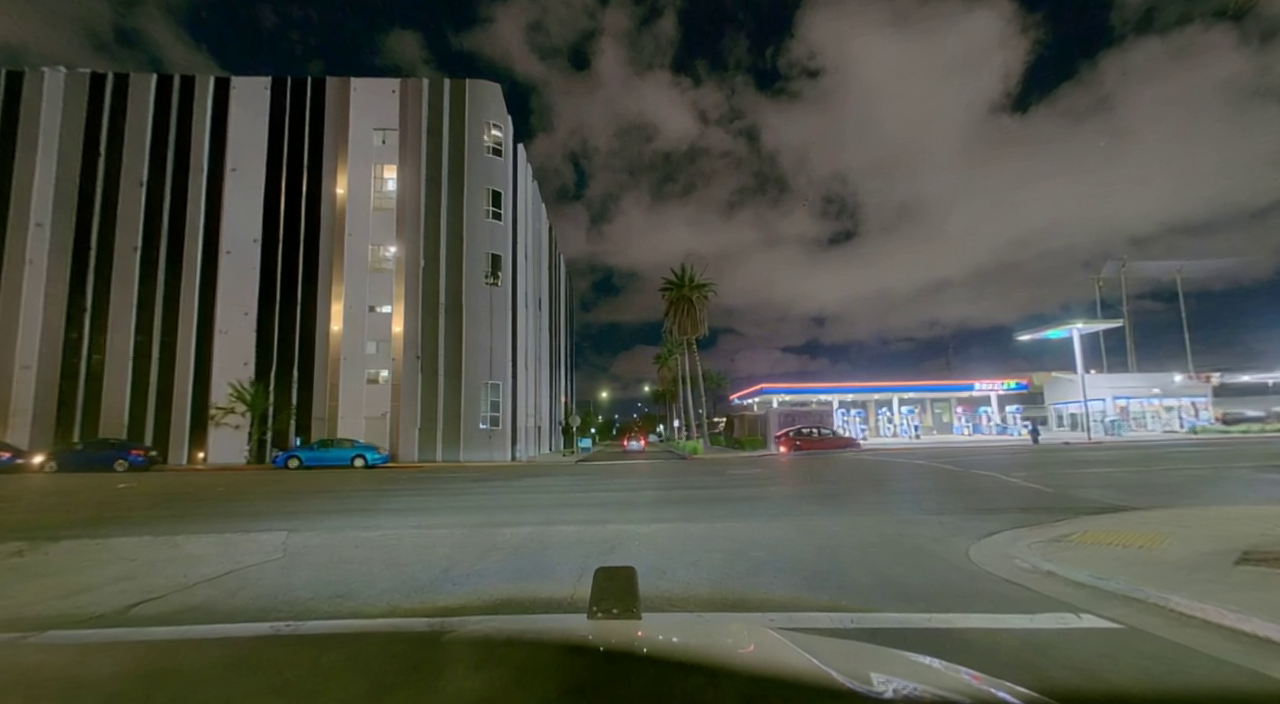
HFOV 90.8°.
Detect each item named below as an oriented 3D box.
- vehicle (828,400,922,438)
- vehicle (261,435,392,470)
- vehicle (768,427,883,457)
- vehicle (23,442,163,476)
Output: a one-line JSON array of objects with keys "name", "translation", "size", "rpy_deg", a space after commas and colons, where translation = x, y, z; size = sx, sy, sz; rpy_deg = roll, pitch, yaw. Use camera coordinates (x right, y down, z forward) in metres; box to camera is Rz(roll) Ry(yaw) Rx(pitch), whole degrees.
[{"name": "vehicle", "translation": [16.069, 4.646, 43.438], "size": [5.524, 2.504, 2.196], "rpy_deg": [0, -9, -2]}, {"name": "vehicle", "translation": [-13.945, 4.496, 28.272], "size": [4.857, 1.497, 1.811], "rpy_deg": [0, -9, 2]}, {"name": "vehicle", "translation": [8.622, 4.232, 29.611], "size": [4.782, 1.371, 1.763], "rpy_deg": [1, -9, -6]}, {"name": "vehicle", "translation": [-23.628, 4.623, 27.410], "size": [4.321, 1.430, 1.775], "rpy_deg": [0, -9, -2]}]
